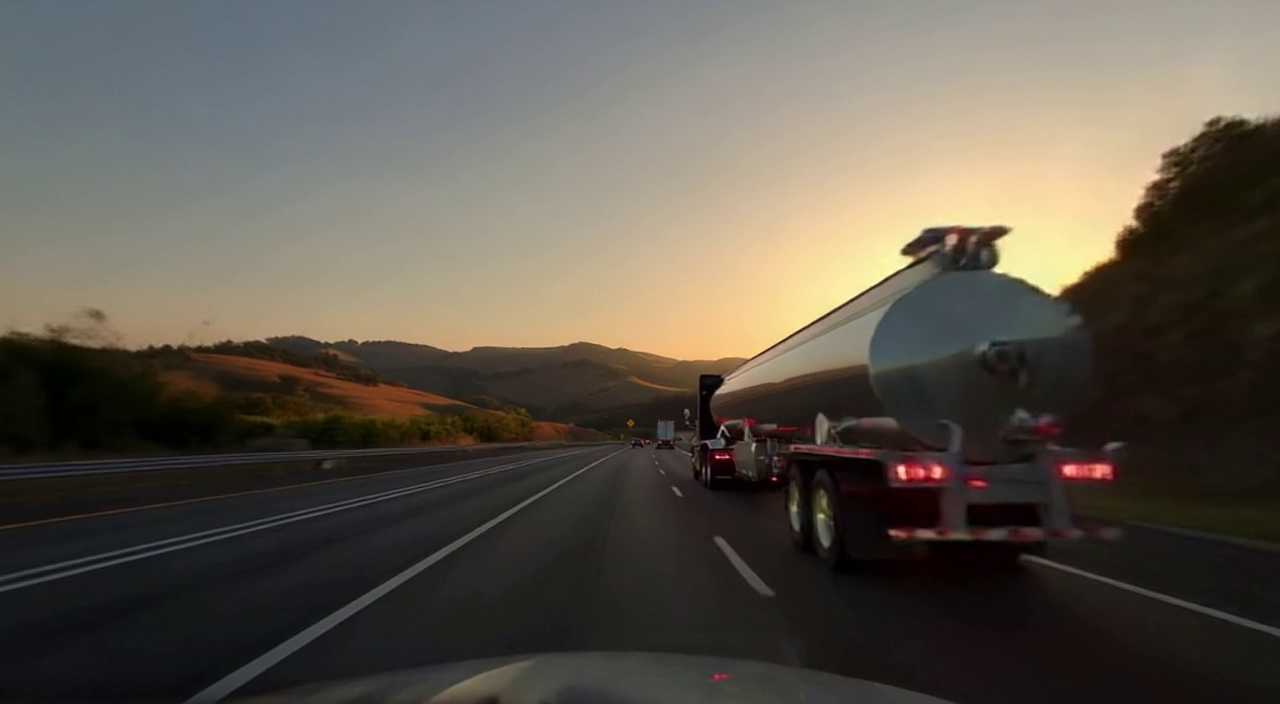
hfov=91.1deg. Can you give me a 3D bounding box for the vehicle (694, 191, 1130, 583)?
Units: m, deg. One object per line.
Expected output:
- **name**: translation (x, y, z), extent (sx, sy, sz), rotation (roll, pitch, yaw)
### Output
- **vehicle**: translation (2.996, 1.032, 11.701), extent (2.946, 3.745, 11.516), rotation (0, -8, 0)
